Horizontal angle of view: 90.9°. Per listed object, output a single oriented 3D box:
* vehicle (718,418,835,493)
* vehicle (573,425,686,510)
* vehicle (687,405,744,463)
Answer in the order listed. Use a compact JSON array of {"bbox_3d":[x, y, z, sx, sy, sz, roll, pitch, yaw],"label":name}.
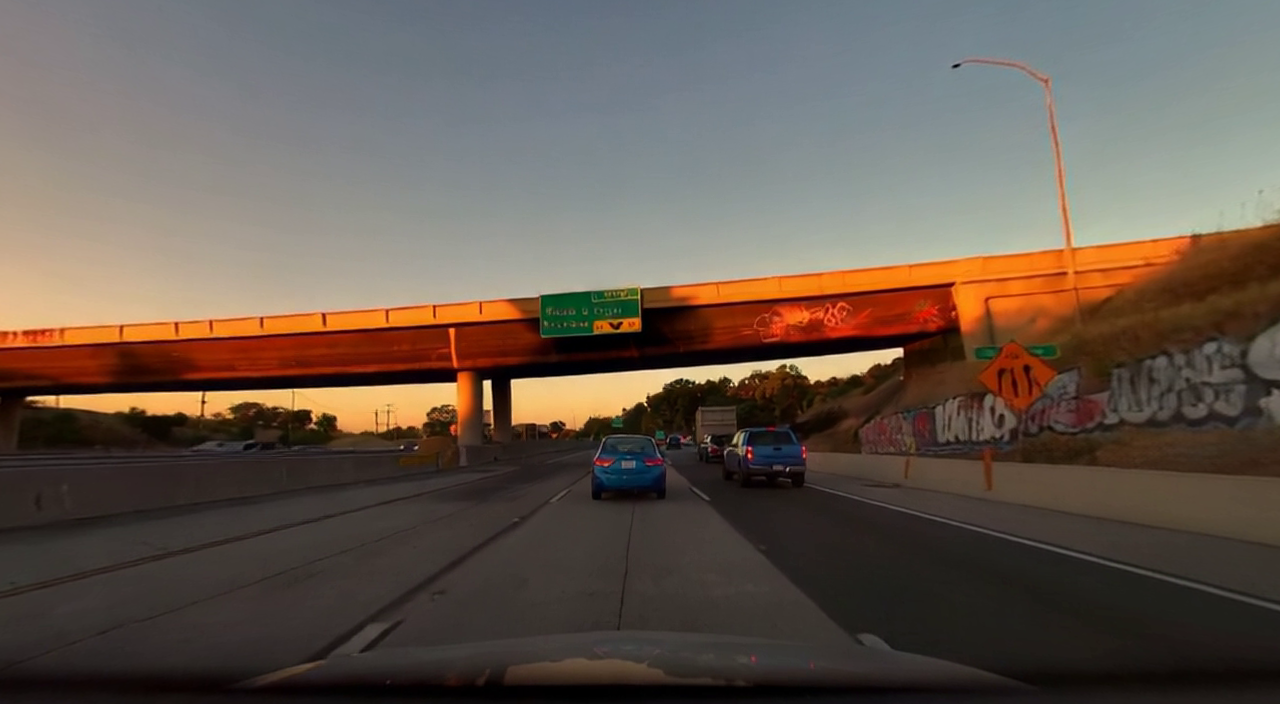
[{"bbox_3d":[3.880,3.109,19.288,2.311,1.922,5.977,0,-8,1],"label":"vehicle"},{"bbox_3d":[-0.183,2.543,14.307,2.193,1.651,3.946,0,-8,1],"label":"vehicle"},{"bbox_3d":[4.702,5.346,40.727,2.873,3.408,7.323,0,-8,1],"label":"vehicle"}]
